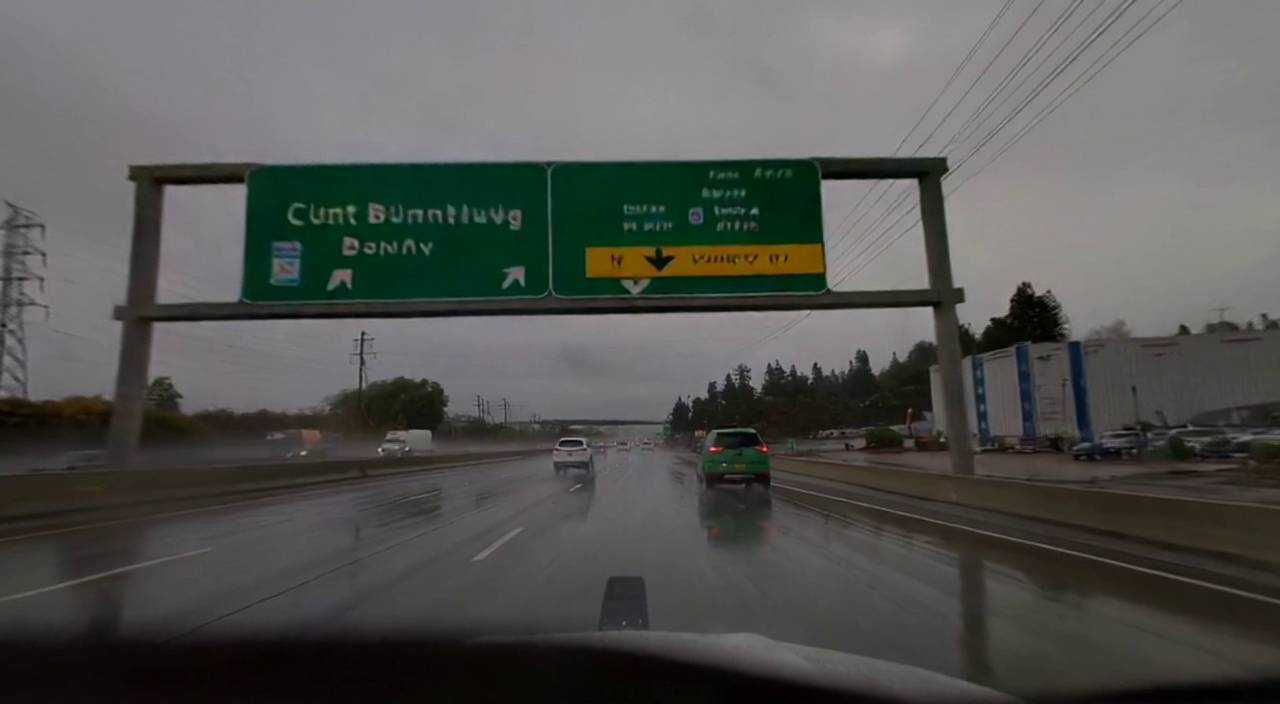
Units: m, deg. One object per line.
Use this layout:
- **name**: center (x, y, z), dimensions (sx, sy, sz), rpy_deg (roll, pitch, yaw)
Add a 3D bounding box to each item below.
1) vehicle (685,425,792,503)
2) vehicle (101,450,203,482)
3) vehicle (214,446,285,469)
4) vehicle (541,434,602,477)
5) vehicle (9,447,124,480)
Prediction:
- **vehicle**: center (2.359, 2.815, 16.215), dimensions (2.134, 1.733, 4.049), rpy_deg (0, -8, 1)
- **vehicle**: center (-24.667, 5.731, 32.083), dimensions (2.060, 1.474, 3.952), rpy_deg (0, -8, -2)
- **vehicle**: center (-30.341, 8.155, 49.226), dimensions (2.070, 1.668, 5.306), rpy_deg (0, -8, 1)
- **vehicle**: center (-2.950, 4.588, 28.202), dimensions (2.125, 1.764, 4.393), rpy_deg (0, -8, 1)
- **vehicle**: center (-29.409, 5.683, 32.557), dimensions (1.762, 1.498, 4.459), rpy_deg (-1, -8, -1)
